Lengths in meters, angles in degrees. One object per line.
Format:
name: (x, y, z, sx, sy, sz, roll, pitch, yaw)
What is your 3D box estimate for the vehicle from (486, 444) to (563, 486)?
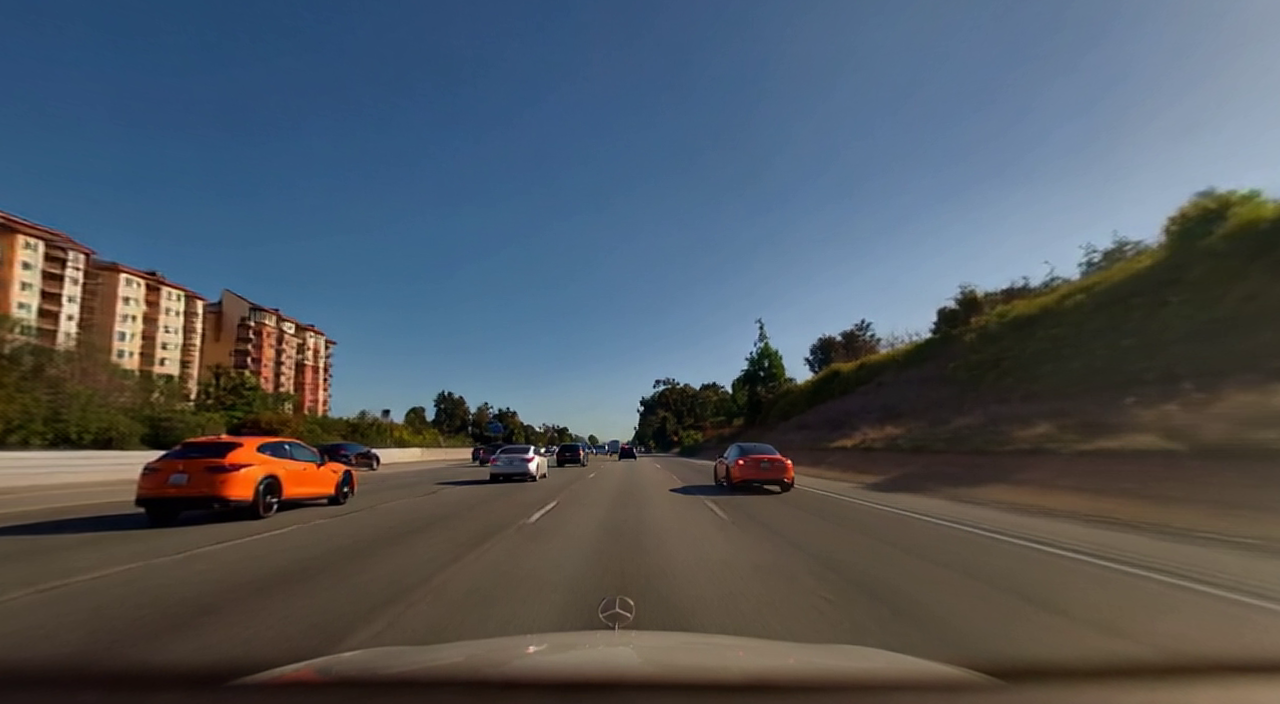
vehicle: (-4.238, 4.229, 23.999, 2.124, 1.426, 4.444, 0, -8, -1)

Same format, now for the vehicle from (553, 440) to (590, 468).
vehicle: (-4.564, 6.840, 42.574, 2.044, 1.774, 4.329, 0, -9, 0)

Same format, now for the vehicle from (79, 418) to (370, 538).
vehicle: (-7.326, 2.268, 12.059, 2.086, 1.776, 5.080, 0, -9, 0)

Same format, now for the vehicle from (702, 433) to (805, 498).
vehicle: (3.158, 3.258, 18.604, 2.061, 1.658, 4.417, 0, -8, -2)

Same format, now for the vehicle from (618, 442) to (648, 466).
vehicle: (-0.521, 7.305, 45.465, 2.053, 1.650, 3.945, 0, -9, -1)
